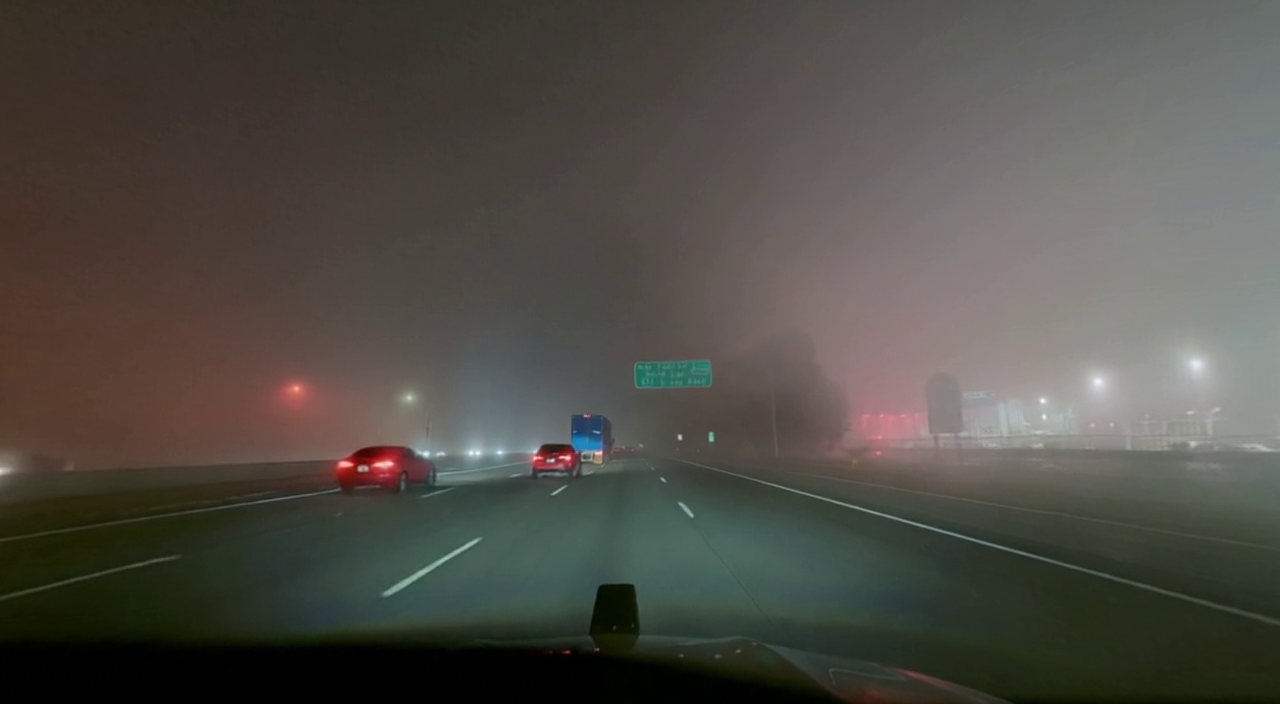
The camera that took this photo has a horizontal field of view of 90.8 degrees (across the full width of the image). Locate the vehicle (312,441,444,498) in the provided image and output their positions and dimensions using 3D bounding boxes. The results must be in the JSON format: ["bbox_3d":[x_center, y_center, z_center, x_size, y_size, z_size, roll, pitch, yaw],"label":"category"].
[{"bbox_3d":[-7.635,3.459,18.983,2.026,1.477,4.467,0,-9,0],"label":"vehicle"}]

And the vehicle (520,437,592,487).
[{"bbox_3d":[-3.028,4.048,23.575,2.033,1.669,4.112,0,-9,1],"label":"vehicle"}]
